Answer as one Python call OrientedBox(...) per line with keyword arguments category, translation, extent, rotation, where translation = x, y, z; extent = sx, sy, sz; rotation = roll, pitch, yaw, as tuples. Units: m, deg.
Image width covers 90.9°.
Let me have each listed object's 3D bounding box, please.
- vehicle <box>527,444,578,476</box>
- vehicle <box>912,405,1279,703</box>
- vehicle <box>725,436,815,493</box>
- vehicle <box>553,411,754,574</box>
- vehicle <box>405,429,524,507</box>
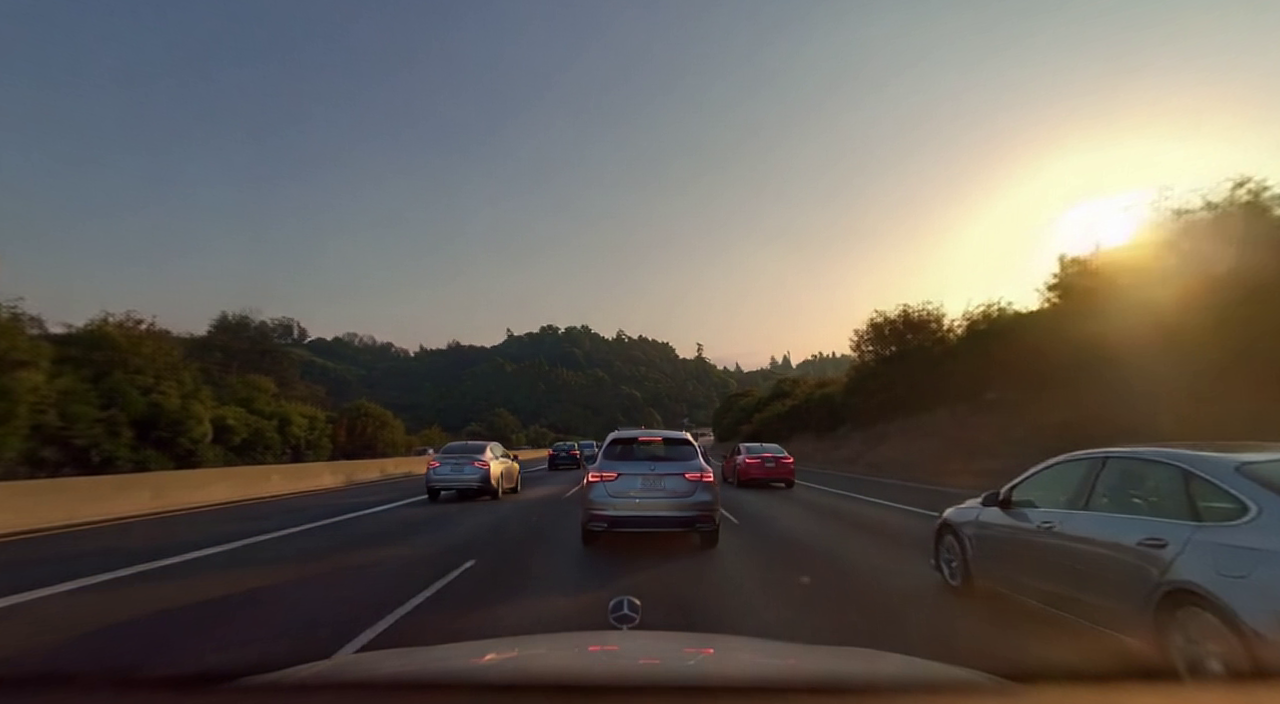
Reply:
OrientedBox(category="vehicle", translation=(-4.211, 5.285, 30.934), extent=(1.910, 1.468, 3.781), rotation=(0, -9, 1))
OrientedBox(category="vehicle", translation=(3.676, 1.136, 3.872), extent=(1.953, 1.434, 4.511), rotation=(0, -9, 0))
OrientedBox(category="vehicle", translation=(3.921, 3.468, 19.714), extent=(1.905, 1.590, 3.746), rotation=(0, -9, -2))
OrientedBox(category="vehicle", translation=(0.119, 1.765, 8.563), extent=(2.093, 1.695, 3.782), rotation=(0, -9, -1))
OrientedBox(category="vehicle", translation=(-4.235, 2.867, 15.923), extent=(1.890, 1.708, 3.844), rotation=(0, -9, 0))
